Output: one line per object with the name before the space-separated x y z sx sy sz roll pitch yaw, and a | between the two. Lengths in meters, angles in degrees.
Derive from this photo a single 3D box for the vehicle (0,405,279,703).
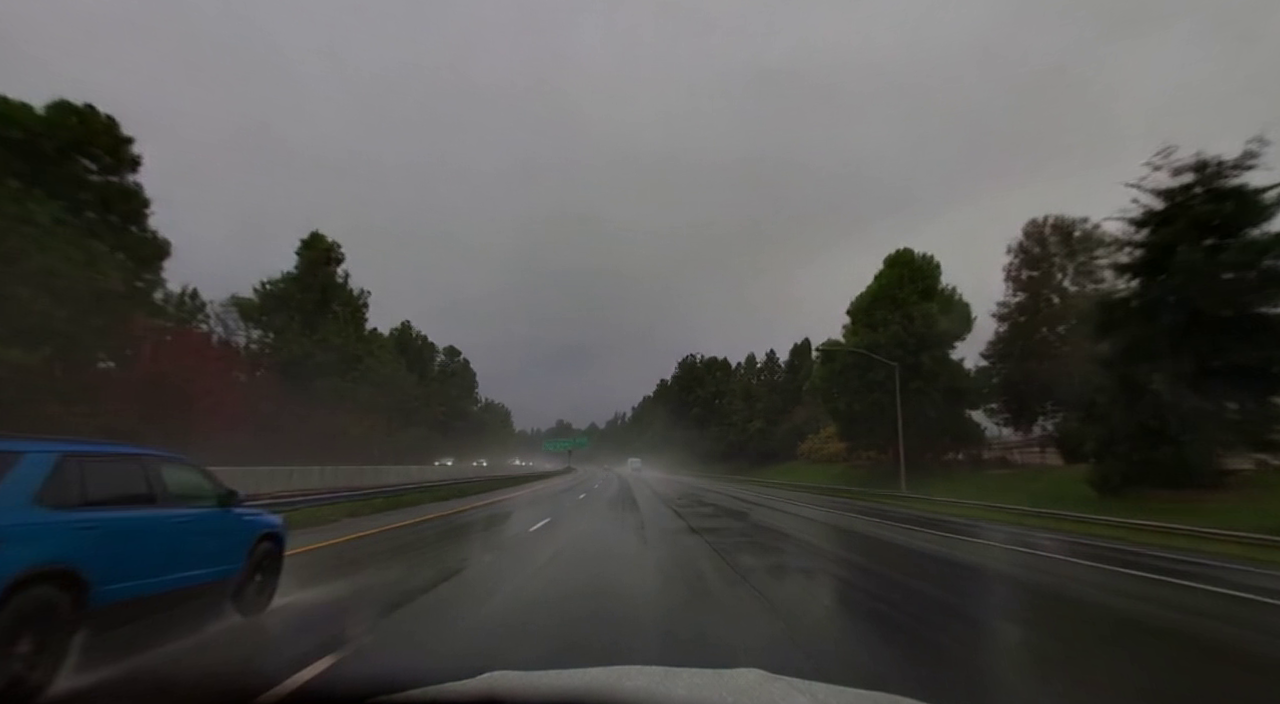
vehicle | -4.279 1.174 3.787 2.025 1.584 3.657 1 -10 -1
